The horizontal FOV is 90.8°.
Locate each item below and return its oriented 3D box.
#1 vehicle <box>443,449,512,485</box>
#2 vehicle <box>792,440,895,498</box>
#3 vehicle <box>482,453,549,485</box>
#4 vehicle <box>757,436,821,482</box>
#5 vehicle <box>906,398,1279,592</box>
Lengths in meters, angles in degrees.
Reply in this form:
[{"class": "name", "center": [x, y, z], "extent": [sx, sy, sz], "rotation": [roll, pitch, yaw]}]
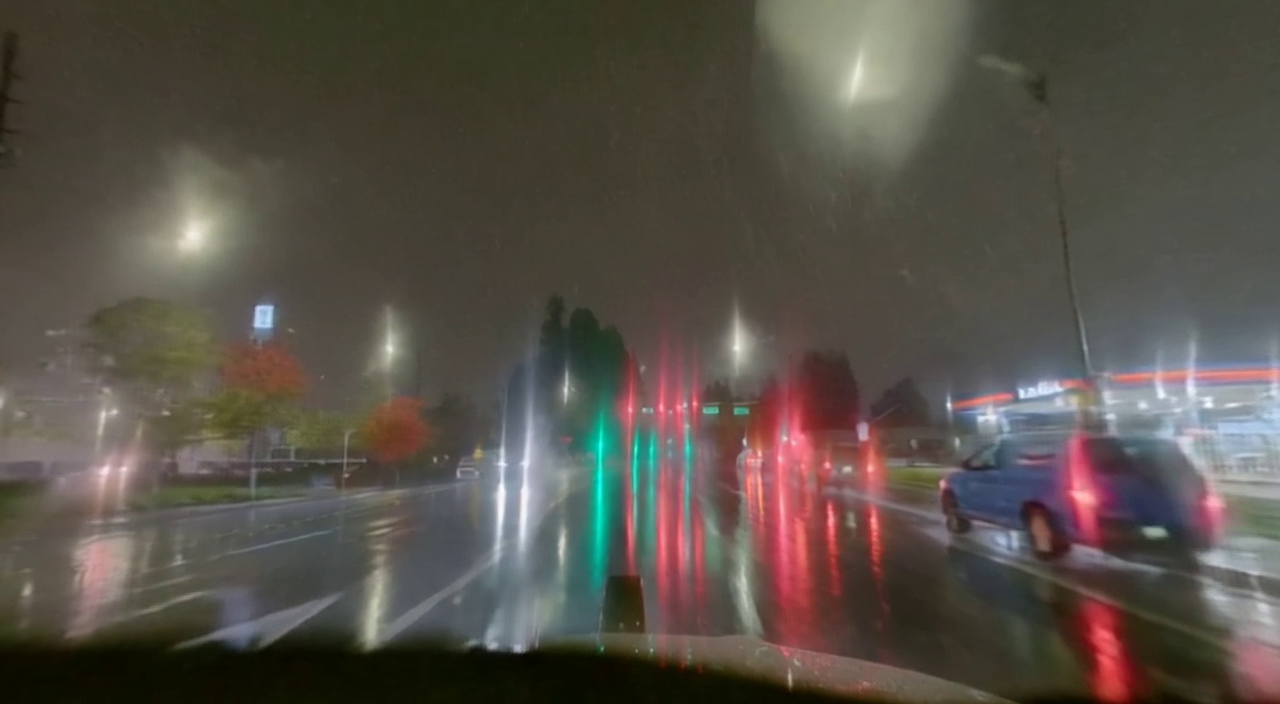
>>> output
[{"class": "vehicle", "center": [-9.600, 6.836, 37.909], "extent": [2.214, 1.994, 5.721], "rotation": [-1, -9, 5]}, {"class": "vehicle", "center": [6.714, 3.909, 21.532], "extent": [1.995, 1.720, 5.067], "rotation": [-1, -9, 2]}, {"class": "vehicle", "center": [-6.721, 6.366, 34.717], "extent": [2.007, 1.606, 4.764], "rotation": [-2, -9, 9]}, {"class": "vehicle", "center": [7.481, 5.437, 32.317], "extent": [2.181, 2.103, 6.044], "rotation": [-1, -9, 4]}, {"class": "vehicle", "center": [5.783, 1.817, 8.878], "extent": [2.194, 1.896, 5.049], "rotation": [-1, -9, 5]}]
